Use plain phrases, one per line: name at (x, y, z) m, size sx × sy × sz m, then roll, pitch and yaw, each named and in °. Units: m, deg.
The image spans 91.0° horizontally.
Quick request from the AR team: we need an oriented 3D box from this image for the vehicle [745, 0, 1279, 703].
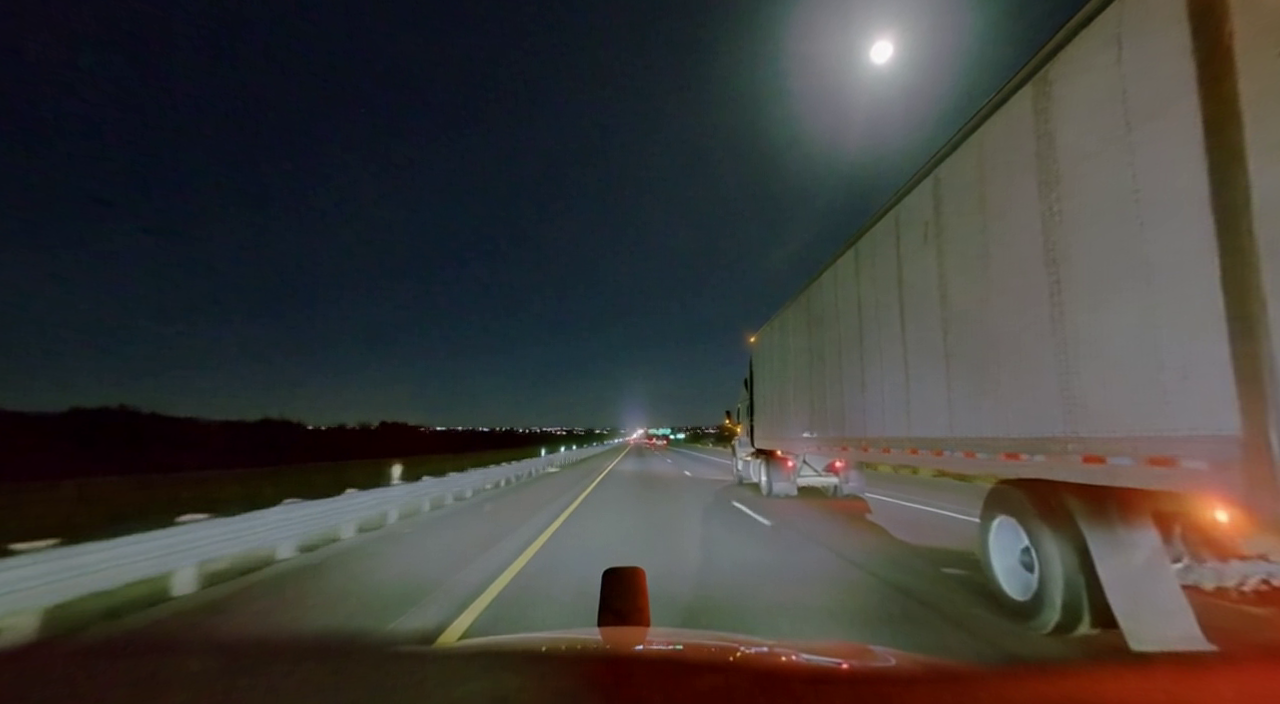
vehicle at (4.204, 0.727, 9.392) m, size 3.006 × 4.093 × 14.142 m, roll 0°, pitch -8°, yaw 1°
